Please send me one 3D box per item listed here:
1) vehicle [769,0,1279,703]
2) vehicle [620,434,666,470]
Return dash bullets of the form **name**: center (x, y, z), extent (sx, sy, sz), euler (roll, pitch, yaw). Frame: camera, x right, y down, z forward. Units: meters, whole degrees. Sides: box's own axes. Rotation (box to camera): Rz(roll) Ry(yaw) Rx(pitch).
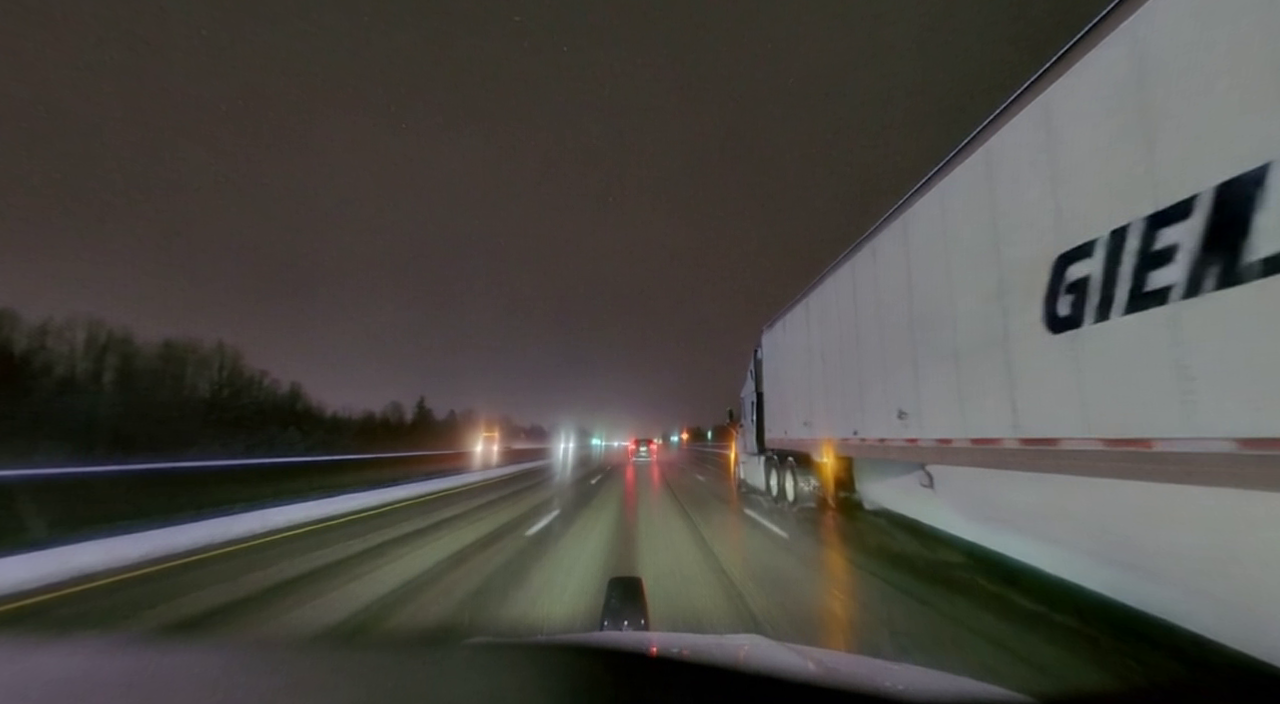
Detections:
- **vehicle**: center (4.255, -0.009, 5.427), extent (2.936, 4.125, 15.204), euler (0, -8, -1)
- **vehicle**: center (0.144, 4.874, 30.846), extent (2.111, 1.635, 4.177), euler (0, -8, 0)
